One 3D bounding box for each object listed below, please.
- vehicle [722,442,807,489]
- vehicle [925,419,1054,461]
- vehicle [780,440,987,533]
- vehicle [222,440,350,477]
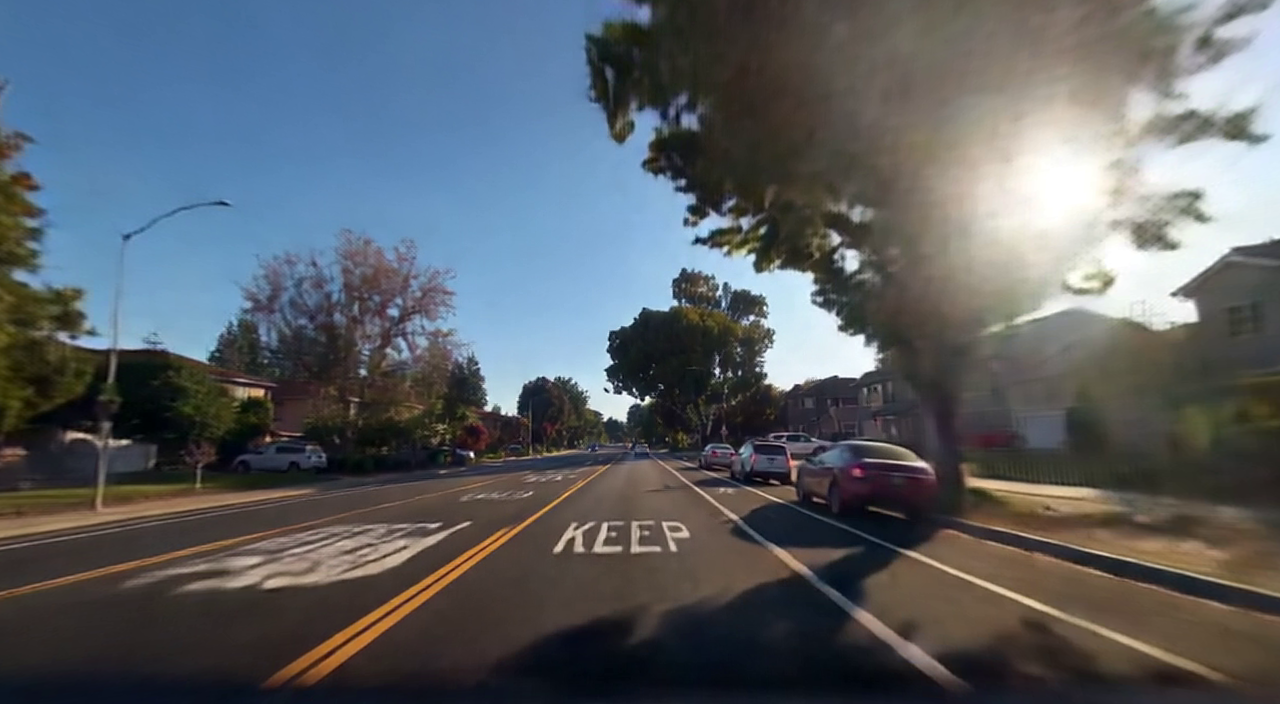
[{"bbox_3d":[4.390,4.059,23.018,1.999,1.512,4.826,0,-8,-2],"label":"vehicle"},{"bbox_3d":[18.162,4.580,32.859,5.481,1.869,2.195,-2,-8,-7],"label":"vehicle"},{"bbox_3d":[4.514,2.547,12.761,1.968,1.467,5.107,0,-8,-2],"label":"vehicle"},{"bbox_3d":[-19.383,5.843,34.675,5.684,1.934,2.217,0,-8,1],"label":"vehicle"}]
